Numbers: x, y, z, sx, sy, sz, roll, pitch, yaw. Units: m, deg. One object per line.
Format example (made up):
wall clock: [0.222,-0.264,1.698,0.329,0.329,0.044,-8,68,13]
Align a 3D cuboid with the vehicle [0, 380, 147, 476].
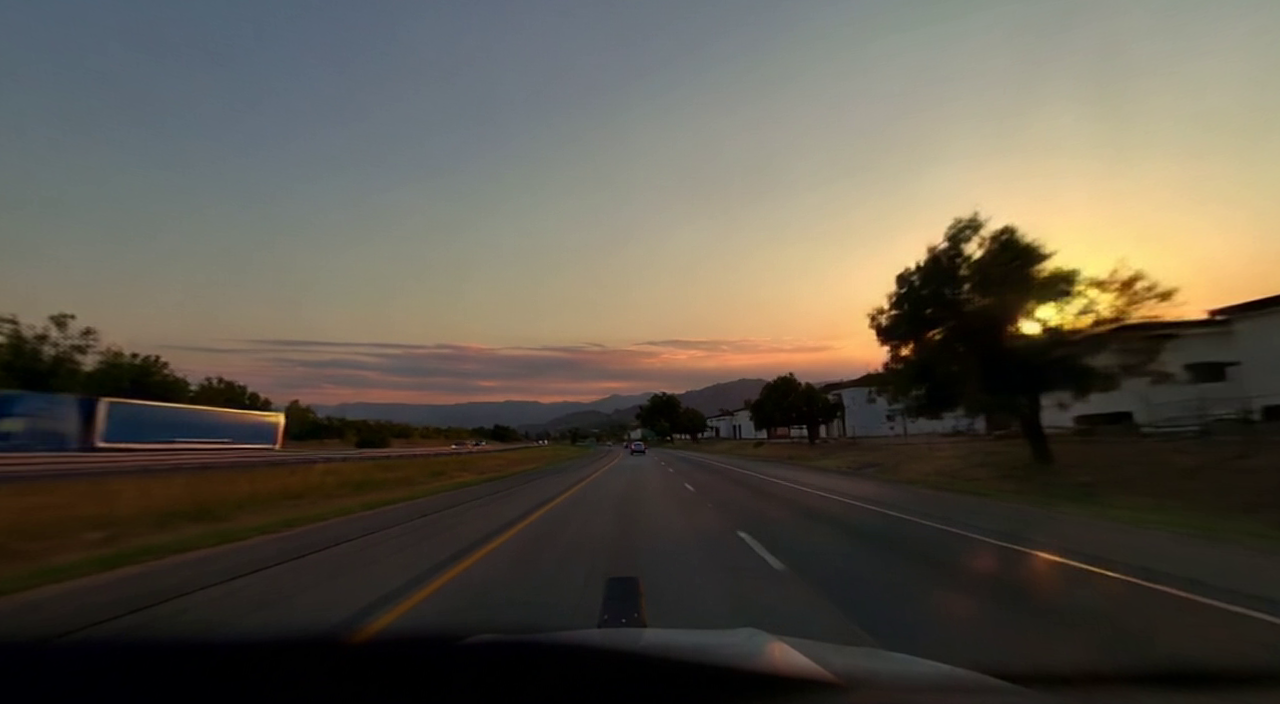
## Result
vehicle: [-28.794,3.796,30.634,3.044,4.044,7.981,0,-8,-1]

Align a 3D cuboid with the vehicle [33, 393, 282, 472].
vehicle: [-28.883,5.251,39.936,2.915,3.909,16.453,0,-8,0]
